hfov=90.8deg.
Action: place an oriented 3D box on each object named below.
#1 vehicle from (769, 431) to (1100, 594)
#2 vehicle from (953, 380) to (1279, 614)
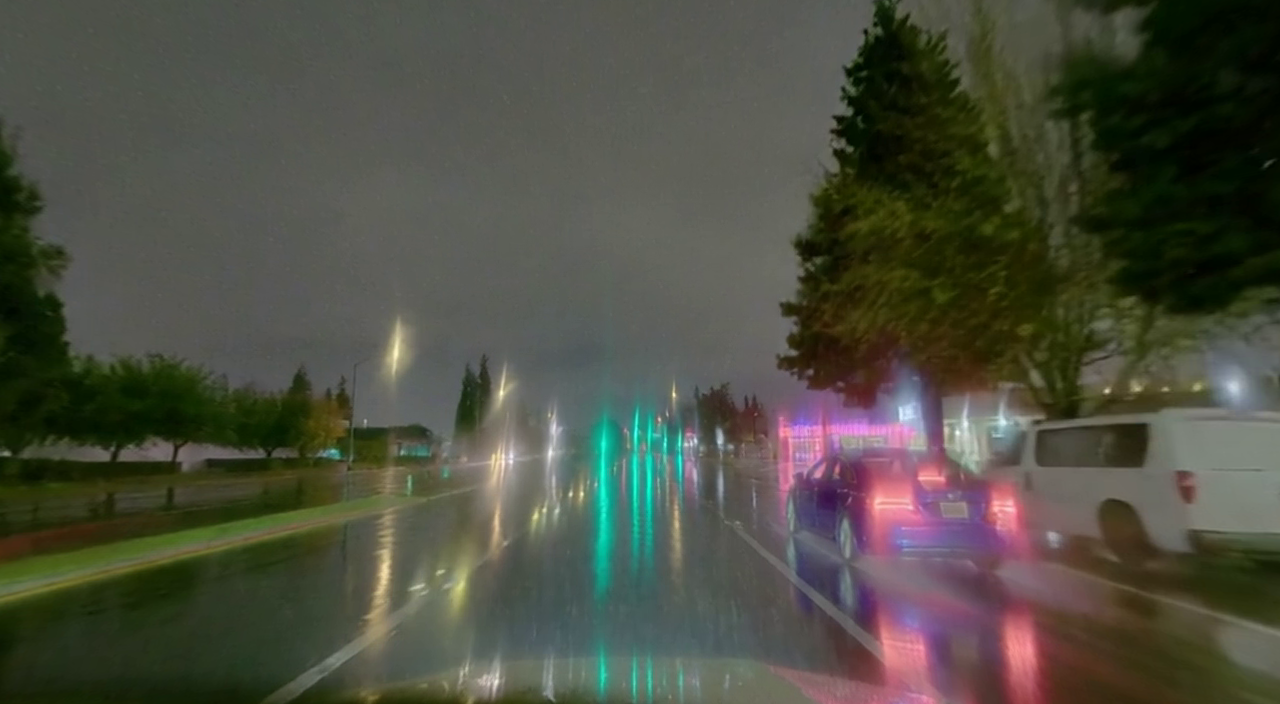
[{"bbox_3d":[3.193,1.821,8.150,2.004,1.470,4.544,0,-8,-1],"label":"vehicle"},{"bbox_3d":[6.799,1.691,8.432,2.311,2.085,5.422,0,-8,-1],"label":"vehicle"}]
